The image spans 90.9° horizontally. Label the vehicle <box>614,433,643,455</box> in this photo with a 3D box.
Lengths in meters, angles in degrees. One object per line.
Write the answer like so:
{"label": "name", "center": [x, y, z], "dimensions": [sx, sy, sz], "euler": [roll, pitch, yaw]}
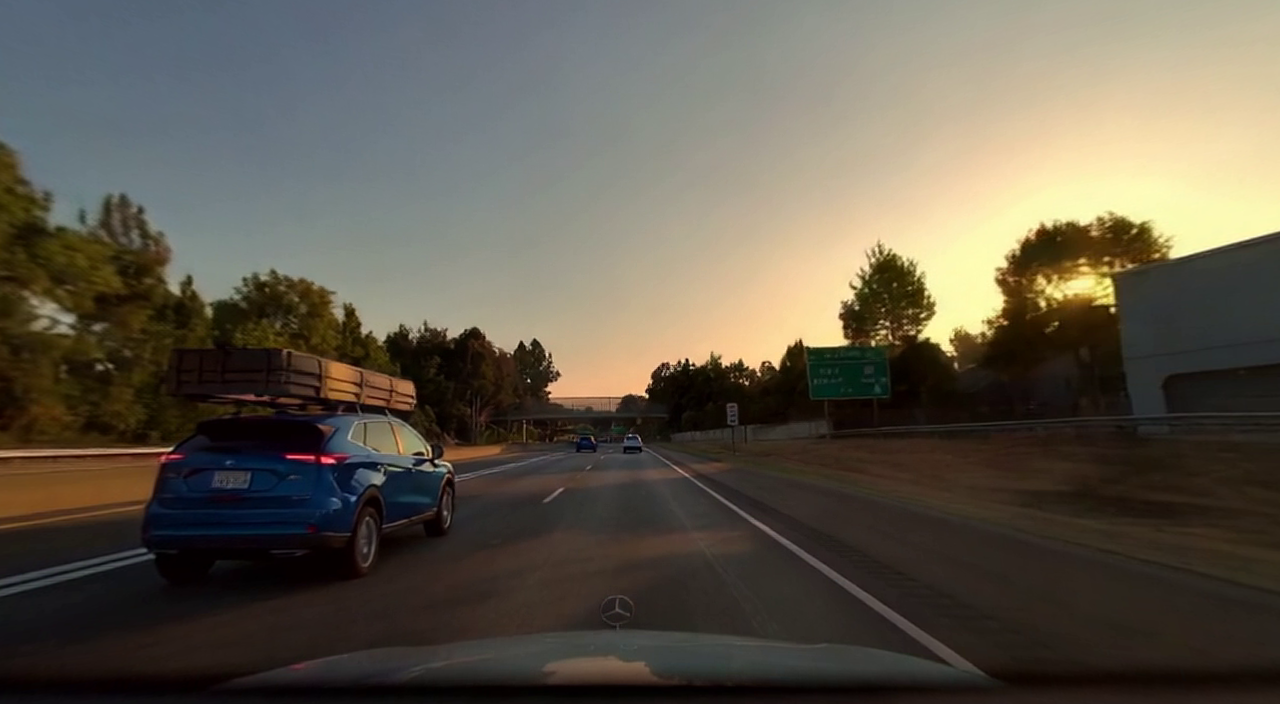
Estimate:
{"label": "vehicle", "center": [-0.855, 7.140, 49.036], "dimensions": [2.151, 1.618, 3.898], "euler": [0, -8, -1]}
